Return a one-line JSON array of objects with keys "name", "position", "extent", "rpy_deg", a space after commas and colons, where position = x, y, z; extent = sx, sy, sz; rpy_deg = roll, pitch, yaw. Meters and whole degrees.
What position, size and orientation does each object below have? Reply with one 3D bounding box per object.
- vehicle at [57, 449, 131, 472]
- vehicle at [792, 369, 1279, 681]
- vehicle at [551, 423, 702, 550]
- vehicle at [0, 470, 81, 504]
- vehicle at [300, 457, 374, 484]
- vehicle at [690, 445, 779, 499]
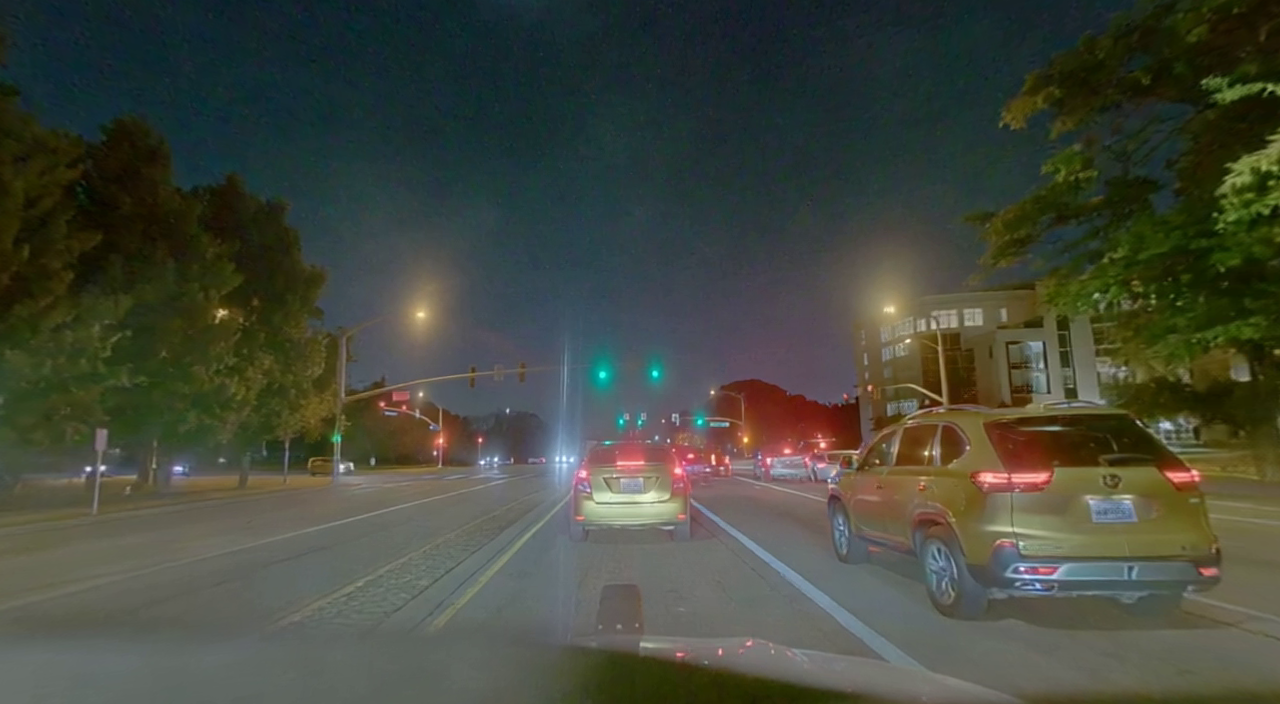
[{"name": "vehicle", "position": [-40.176, 7.948, 46.632], "extent": [1.742, 1.526, 4.004], "rpy_deg": [-1, -7, 4]}, {"name": "vehicle", "position": [3.148, 1.321, 5.937], "extent": [2.228, 1.798, 4.370], "rpy_deg": [0, -9, -1]}, {"name": "vehicle", "position": [-0.235, 2.128, 10.661], "extent": [2.039, 1.698, 4.144], "rpy_deg": [0, -9, -2]}, {"name": "vehicle", "position": [-29.297, 6.352, 29.884], "extent": [3.771, 1.464, 1.670], "rpy_deg": [2, -9, -11]}, {"name": "vehicle", "position": [-23.433, 9.119, 48.915], "extent": [4.905, 1.949, 2.354], "rpy_deg": [-3, -9, 21]}, {"name": "vehicle", "position": [2.804, 3.647, 19.705], "extent": [1.900, 1.459, 4.260], "rpy_deg": [0, -9, -3]}]
